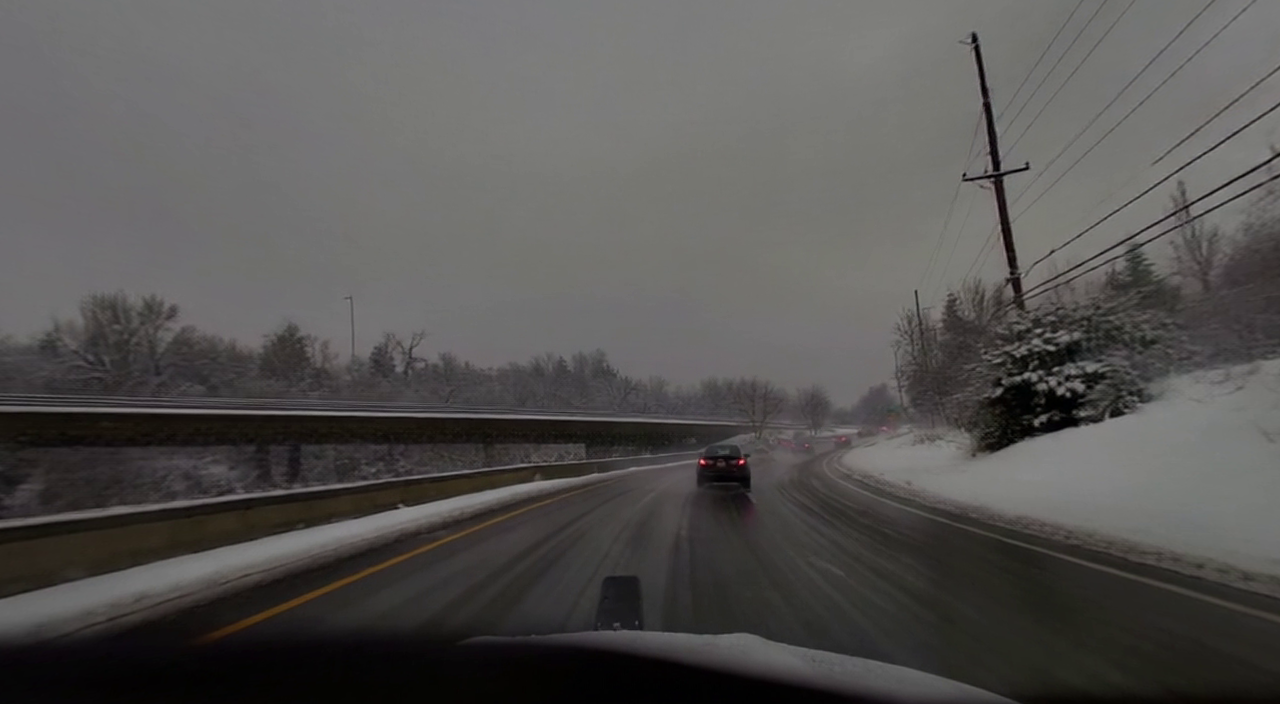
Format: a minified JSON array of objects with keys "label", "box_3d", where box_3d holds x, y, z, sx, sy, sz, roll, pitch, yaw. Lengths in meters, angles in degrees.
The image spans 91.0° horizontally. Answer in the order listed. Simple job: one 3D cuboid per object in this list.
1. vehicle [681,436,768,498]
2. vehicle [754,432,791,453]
[{"label":"vehicle","box_3d":[2.311,3.116,17.518,2.091,1.482,4.321,-1,-9,7]},{"label":"vehicle","box_3d":[9.992,6.800,47.371,1.931,1.485,4.191,-4,-9,22]}]
